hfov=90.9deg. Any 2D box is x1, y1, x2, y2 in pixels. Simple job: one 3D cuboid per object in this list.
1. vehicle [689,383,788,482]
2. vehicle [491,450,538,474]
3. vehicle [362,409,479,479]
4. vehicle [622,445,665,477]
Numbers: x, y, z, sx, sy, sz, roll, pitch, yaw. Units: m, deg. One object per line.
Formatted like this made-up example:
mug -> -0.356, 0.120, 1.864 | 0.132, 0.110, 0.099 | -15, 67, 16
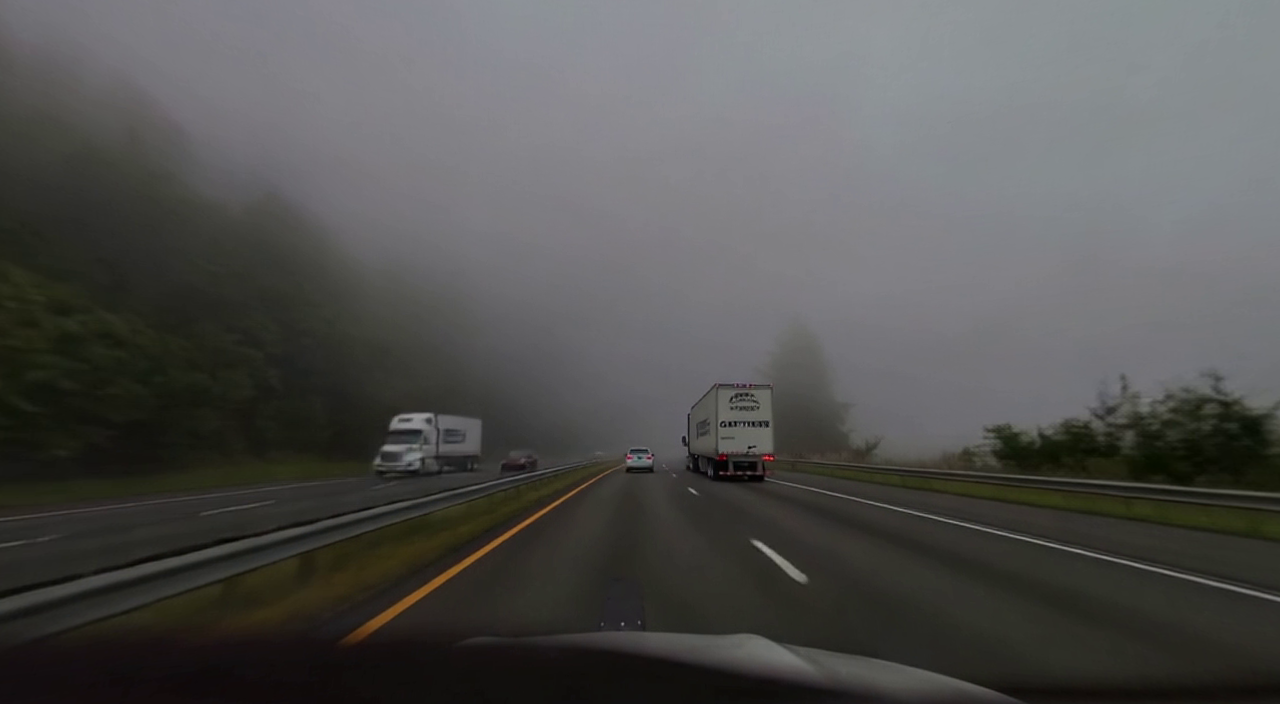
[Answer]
vehicle -> 4.633, 4.455, 33.329 | 2.909, 4.074, 14.457 | 0, -9, 0
vehicle -> -8.158, 7.188, 41.390 | 1.975, 1.514, 4.708 | 0, -9, 2
vehicle -> -13.247, 5.795, 39.491 | 3.135, 3.736, 10.955 | 0, -9, 2
vehicle -> 0.181, 5.527, 32.138 | 2.074, 1.475, 3.960 | 0, -9, 0
